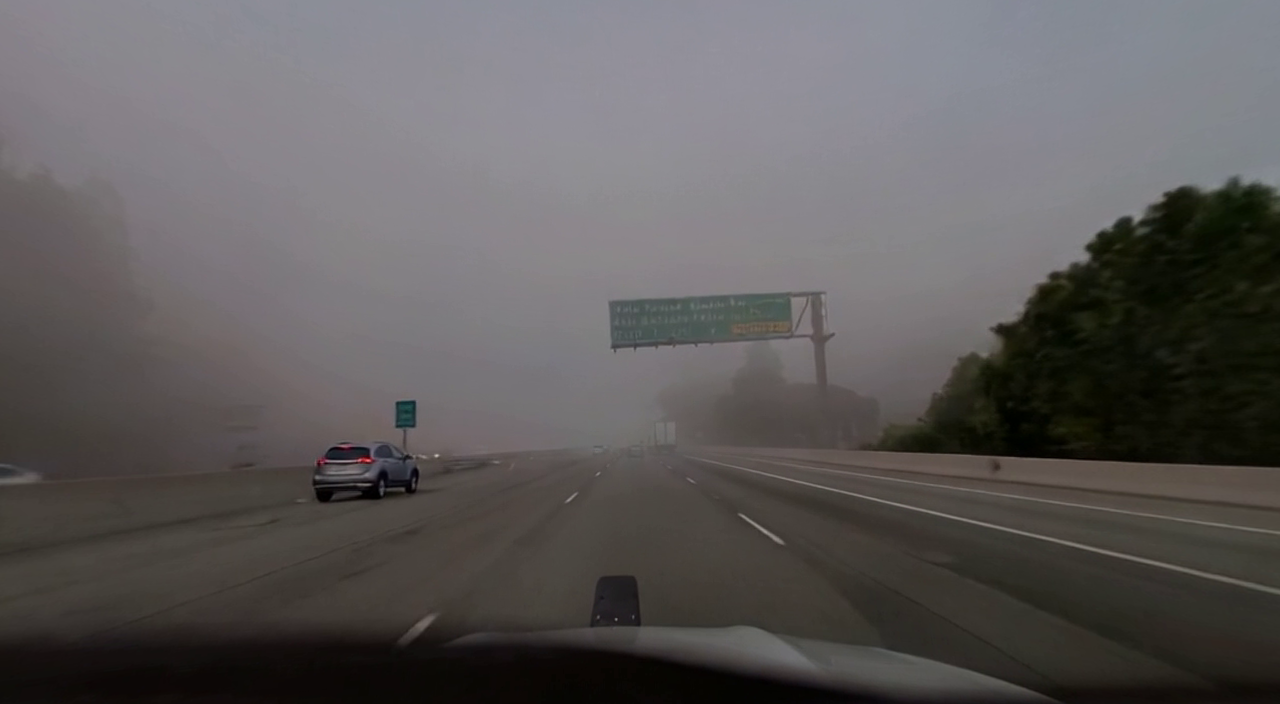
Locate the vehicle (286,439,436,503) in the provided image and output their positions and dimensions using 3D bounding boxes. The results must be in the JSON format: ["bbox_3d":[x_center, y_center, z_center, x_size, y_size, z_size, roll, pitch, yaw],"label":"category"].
[{"bbox_3d":[-7.334,3.151,17.227,2.033,1.494,4.508,0,-9,0],"label":"vehicle"}]
